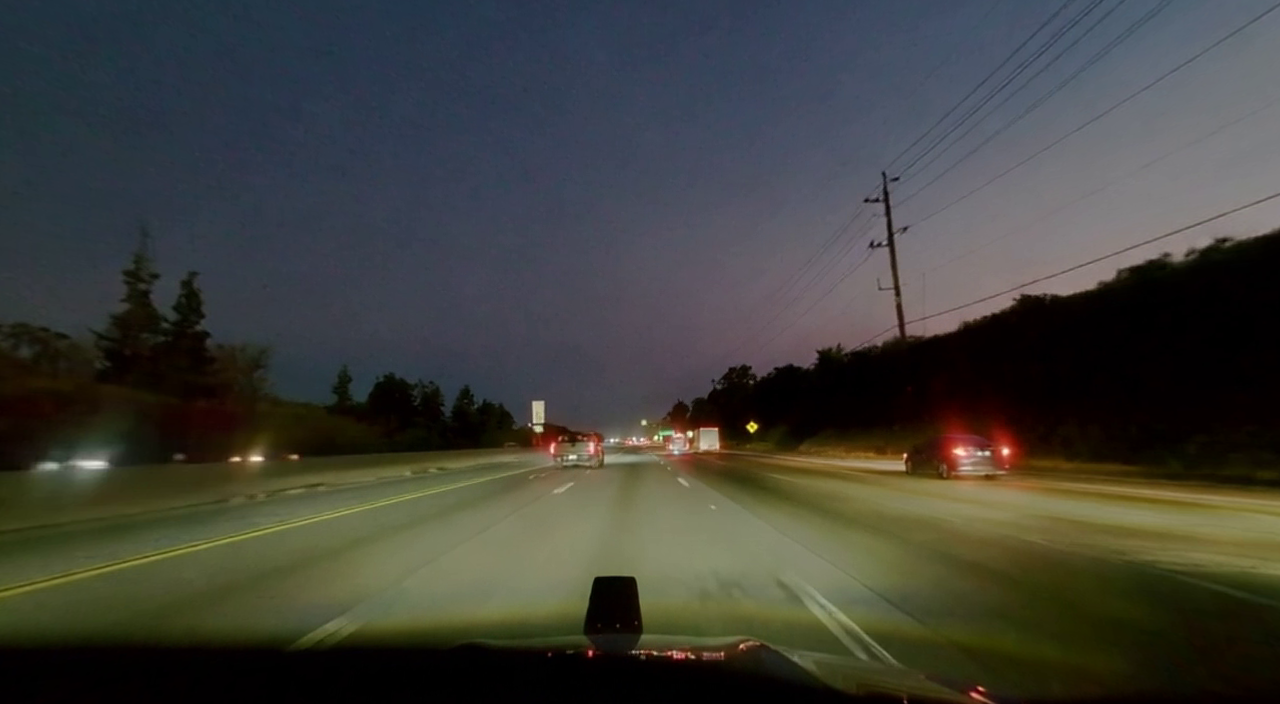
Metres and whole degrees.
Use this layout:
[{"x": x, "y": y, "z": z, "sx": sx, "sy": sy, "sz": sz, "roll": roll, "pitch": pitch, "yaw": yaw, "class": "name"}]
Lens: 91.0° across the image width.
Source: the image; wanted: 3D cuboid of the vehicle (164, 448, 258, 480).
[{"x": -23.839, "y": 6.209, "z": 35.239, "sx": 1.997, "sy": 1.671, "sz": 4.543, "roll": 0, "pitch": -8, "yaw": 1, "class": "vehicle"}]

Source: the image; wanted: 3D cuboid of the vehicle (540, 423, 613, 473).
[{"x": -2.721, "y": 4.391, "z": 28.848, "sx": 2.508, "sy": 2.023, "sz": 6.176, "roll": 0, "pitch": -8, "yaw": 2, "class": "vehicle"}]

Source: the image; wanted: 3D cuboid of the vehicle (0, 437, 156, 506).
[{"x": -17.888, "y": 3.507, "z": 19.012, "sx": 2.245, "sy": 1.774, "sz": 5.296, "roll": 0, "pitch": -8, "yaw": 1, "class": "vehicle"}]

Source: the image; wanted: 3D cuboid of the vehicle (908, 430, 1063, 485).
[{"x": 10.344, "y": 3.187, "z": 19.381, "sx": 2.076, "sy": 1.470, "sz": 4.644, "roll": 0, "pitch": -8, "yaw": -1, "class": "vehicle"}]
